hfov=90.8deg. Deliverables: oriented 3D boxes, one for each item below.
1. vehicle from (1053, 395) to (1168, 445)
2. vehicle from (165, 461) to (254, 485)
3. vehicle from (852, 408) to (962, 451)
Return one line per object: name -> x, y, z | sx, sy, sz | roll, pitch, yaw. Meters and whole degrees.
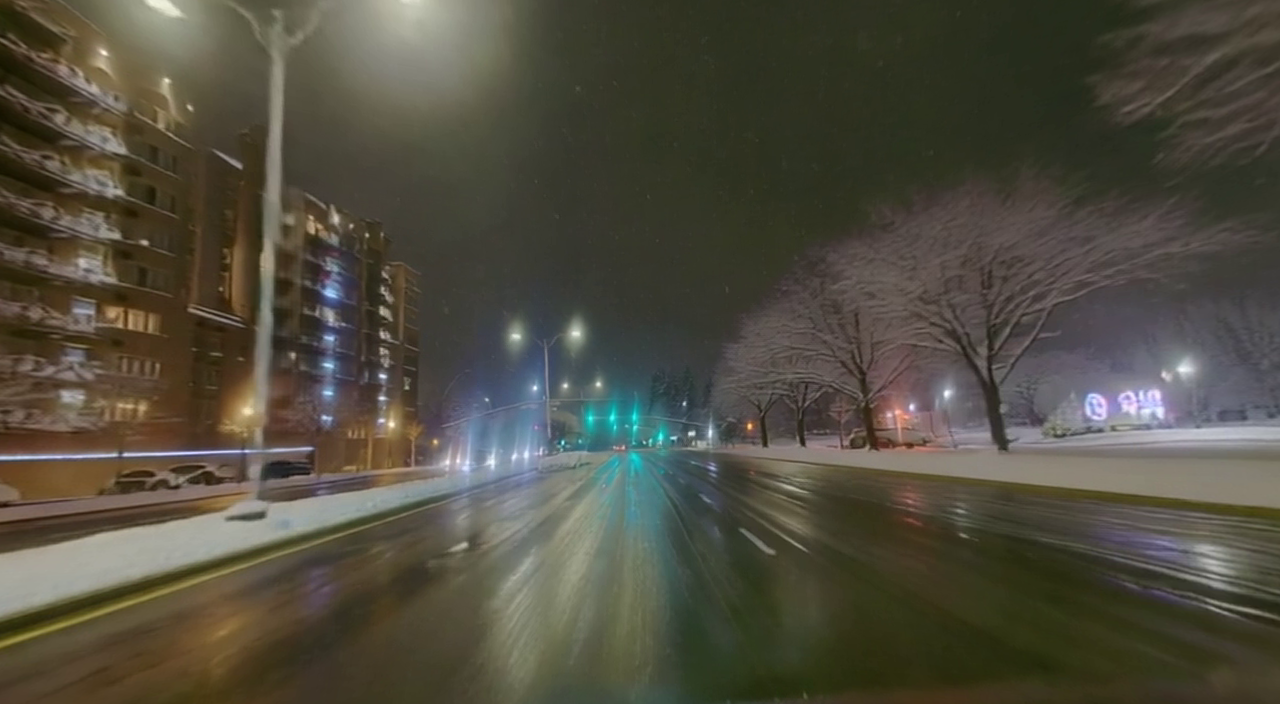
vehicle -> 33.015, 4.958, 44.793 | 2.670, 3.093, 7.117 | -2, -9, 1
vehicle -> -30.545, 8.583, 44.943 | 4.821, 1.605, 2.028 | -1, -9, 0
vehicle -> 20.933, 6.131, 49.875 | 7.305, 3.266, 2.842 | 0, -9, -3
